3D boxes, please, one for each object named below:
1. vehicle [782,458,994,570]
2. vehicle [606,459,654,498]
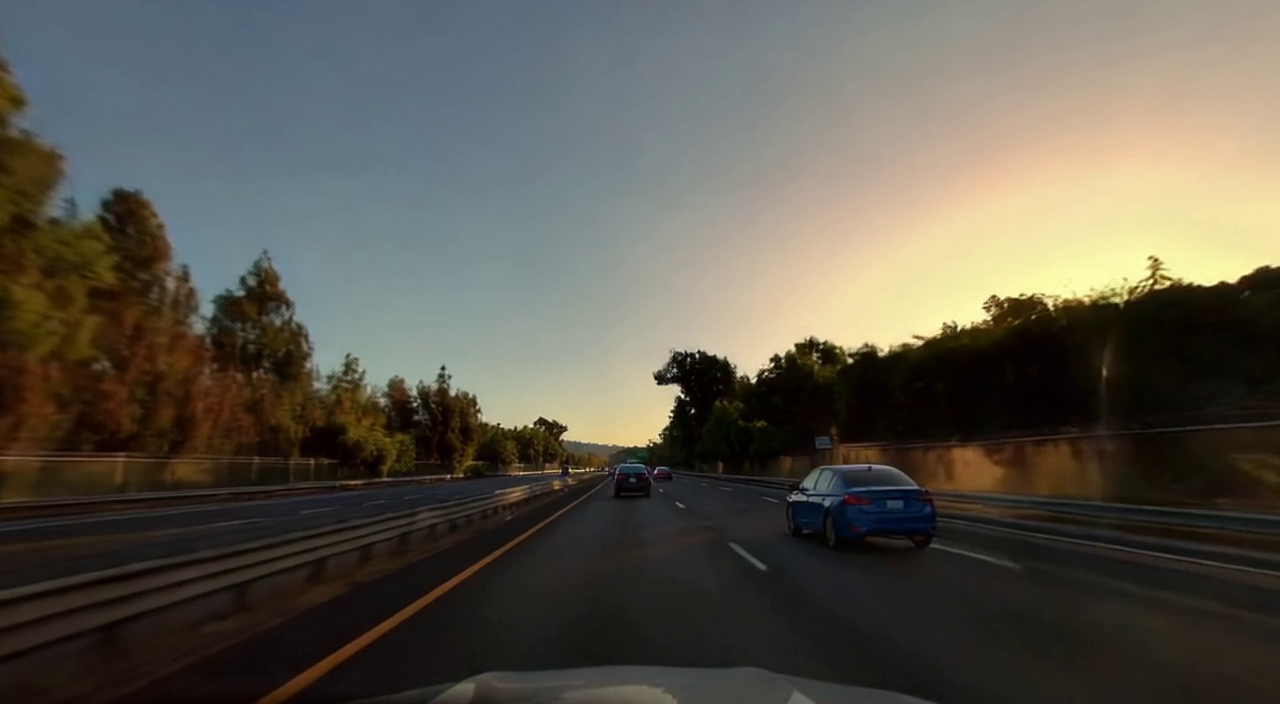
[{"bbox_3d":[3.909,2.636,10.830,1.938,1.494,4.032,1,-11,-1],"label":"vehicle"},{"bbox_3d":[-0.458,5.772,28.972,2.037,1.605,3.833,1,-11,-1],"label":"vehicle"}]
